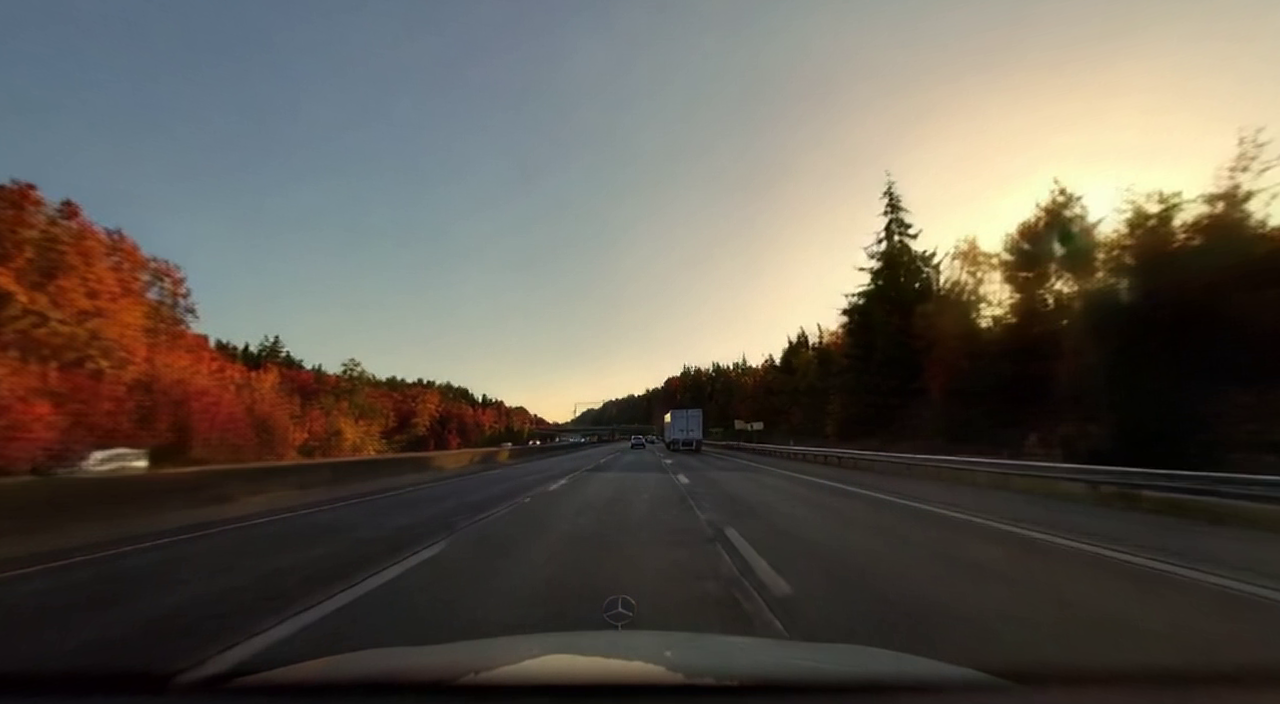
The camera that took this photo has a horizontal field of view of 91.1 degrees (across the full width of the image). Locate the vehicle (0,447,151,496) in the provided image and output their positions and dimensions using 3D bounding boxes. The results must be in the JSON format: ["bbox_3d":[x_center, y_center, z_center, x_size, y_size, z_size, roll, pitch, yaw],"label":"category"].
[{"bbox_3d":[-21.304,4.461,23.920,1.876,1.606,4.192,-1,-8,0],"label":"vehicle"}]
